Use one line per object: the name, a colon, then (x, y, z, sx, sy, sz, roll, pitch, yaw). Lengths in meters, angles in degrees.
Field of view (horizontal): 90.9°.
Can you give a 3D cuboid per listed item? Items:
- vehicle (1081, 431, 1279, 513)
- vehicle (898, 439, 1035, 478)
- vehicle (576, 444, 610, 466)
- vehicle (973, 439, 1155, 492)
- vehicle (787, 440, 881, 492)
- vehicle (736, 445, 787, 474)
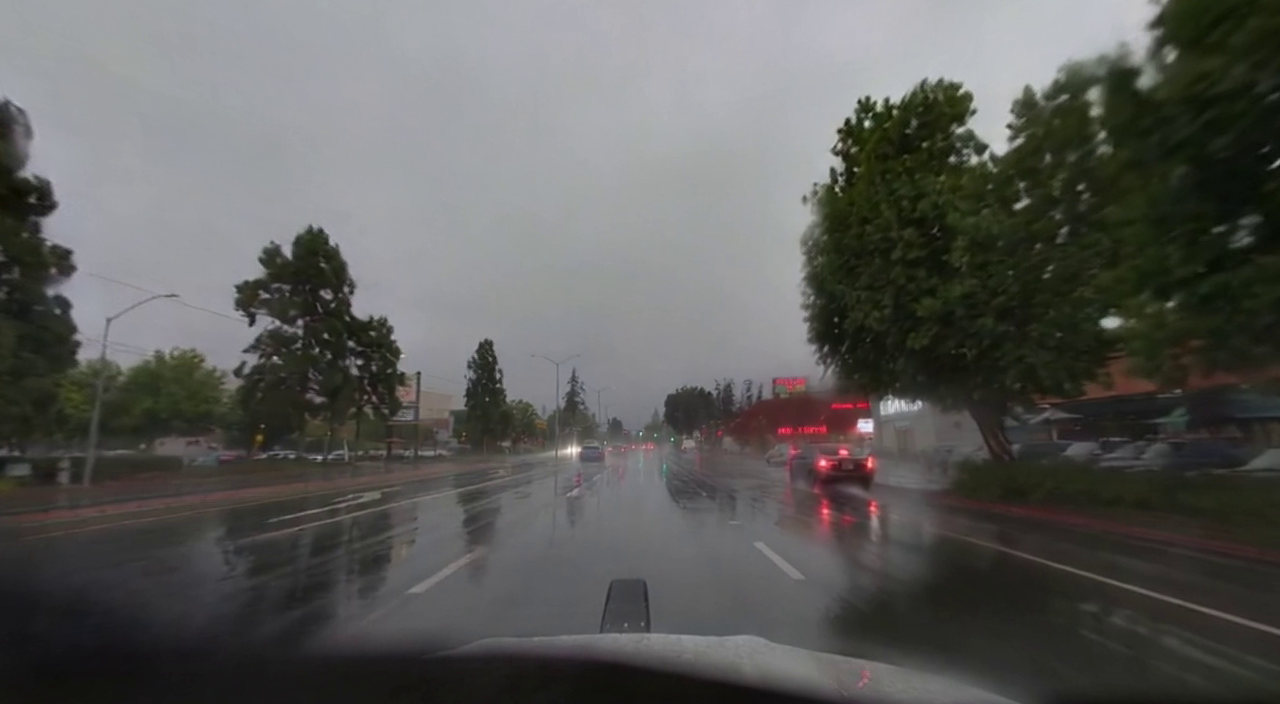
vehicle: (12.730, 2.566, 13.804, 4.597, 1.643, 1.932, 0, -7, 2)
vehicle: (12.813, 4.187, 24.878, 4.357, 1.463, 1.915, 1, -8, -4)
vehicle: (-3.287, 7.286, 44.765, 2.005, 1.446, 4.265, 0, -8, 0)
vehicle: (12.667, 3.395, 19.053, 4.119, 1.501, 1.809, 0, -8, 2)
vehicle: (6.658, 3.925, 22.116, 1.934, 1.641, 4.117, 0, -8, 0)
vehicle: (6.837, 6.049, 35.903, 1.869, 1.516, 4.767, 0, -8, -1)
